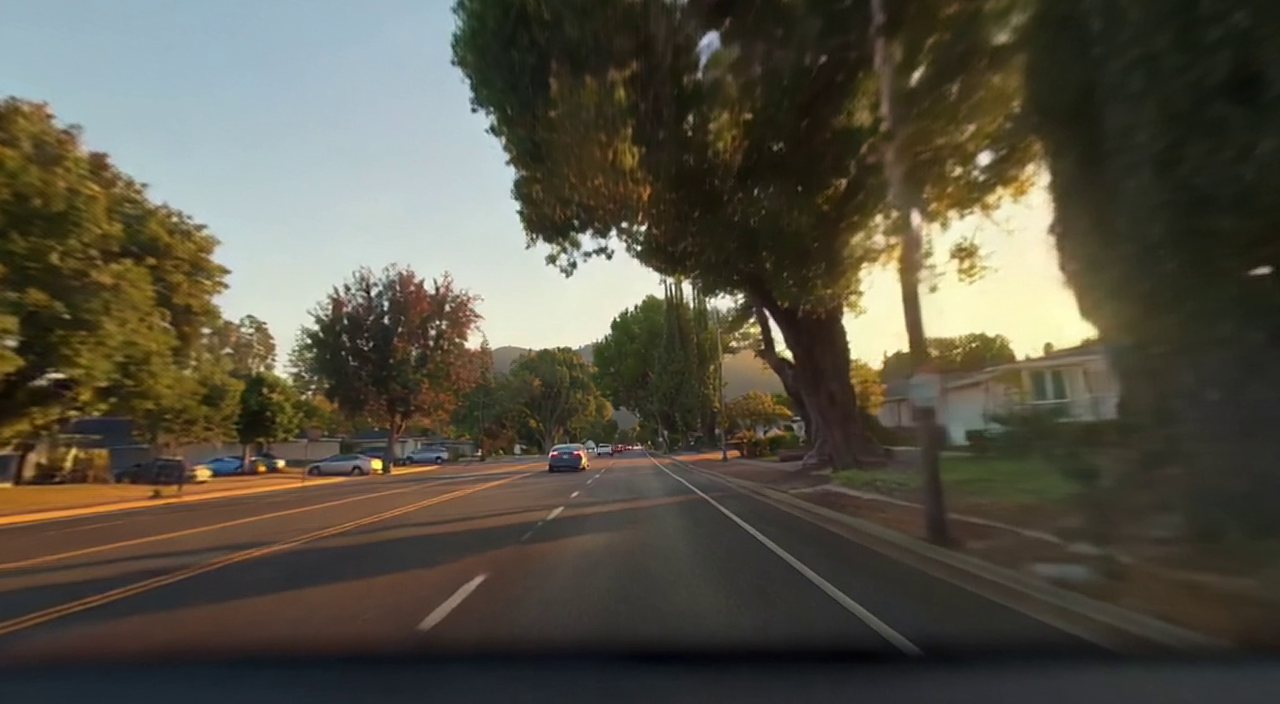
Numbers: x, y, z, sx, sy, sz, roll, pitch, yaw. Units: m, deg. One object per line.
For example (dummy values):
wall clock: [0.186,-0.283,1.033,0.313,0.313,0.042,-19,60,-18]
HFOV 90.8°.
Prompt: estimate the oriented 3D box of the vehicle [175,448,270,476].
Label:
vehicle: [-27.923,7.385,42.376,4.945,1.781,2.046,-1,-8,2]

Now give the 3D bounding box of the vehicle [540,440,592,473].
vehicle: [-3.488,5.027,30.573,2.030,1.467,4.251,0,-8,-1]

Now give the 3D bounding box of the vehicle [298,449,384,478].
vehicle: [-19.901,7.416,42.176,4.802,1.511,1.866,-3,-7,-5]
